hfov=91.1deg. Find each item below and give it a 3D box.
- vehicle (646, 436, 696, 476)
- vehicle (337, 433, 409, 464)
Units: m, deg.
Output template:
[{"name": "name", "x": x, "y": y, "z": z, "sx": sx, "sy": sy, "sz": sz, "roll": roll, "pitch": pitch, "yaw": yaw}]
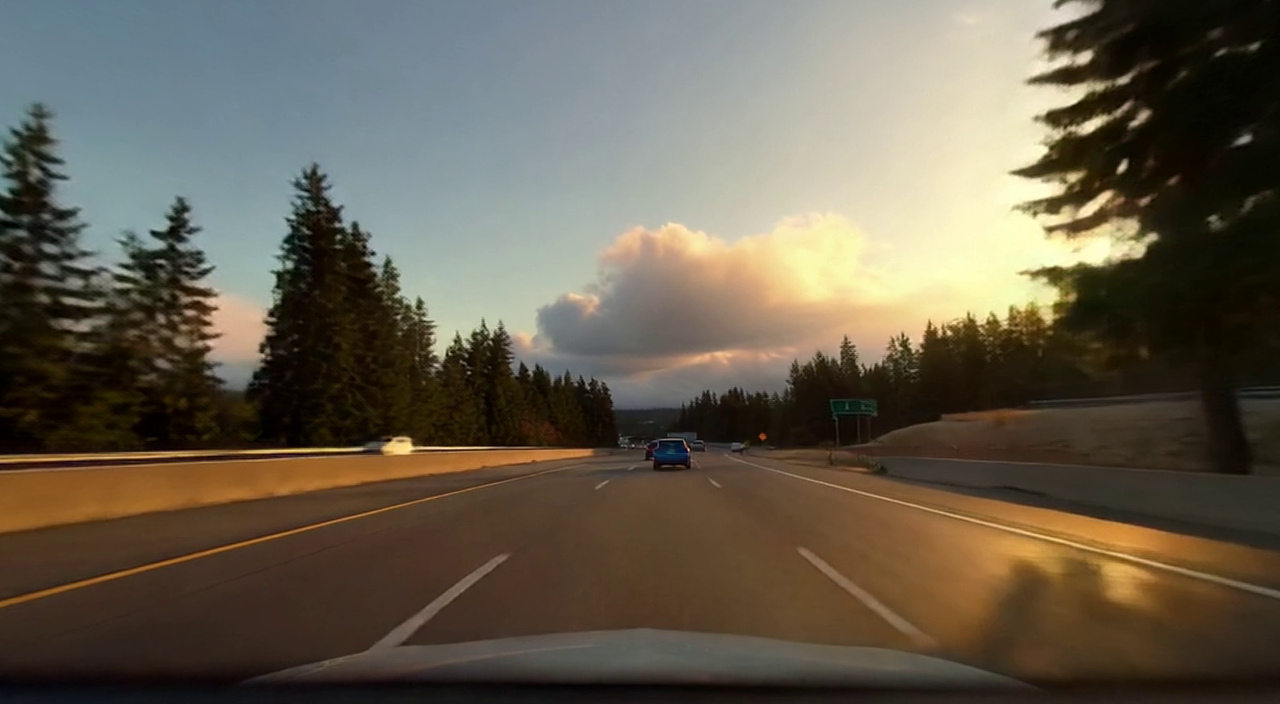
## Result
[{"name": "vehicle", "x": 1.419, "y": 4.740, "z": 28.906, "sx": 2.133, "sy": 1.686, "sz": 4.203, "roll": -1, "pitch": -8, "yaw": 3}, {"name": "vehicle", "x": -17.196, "y": 6.254, "z": 40.809, "sx": 2.311, "sy": 1.862, "sz": 4.848, "roll": -1, "pitch": -8, "yaw": 3}]
